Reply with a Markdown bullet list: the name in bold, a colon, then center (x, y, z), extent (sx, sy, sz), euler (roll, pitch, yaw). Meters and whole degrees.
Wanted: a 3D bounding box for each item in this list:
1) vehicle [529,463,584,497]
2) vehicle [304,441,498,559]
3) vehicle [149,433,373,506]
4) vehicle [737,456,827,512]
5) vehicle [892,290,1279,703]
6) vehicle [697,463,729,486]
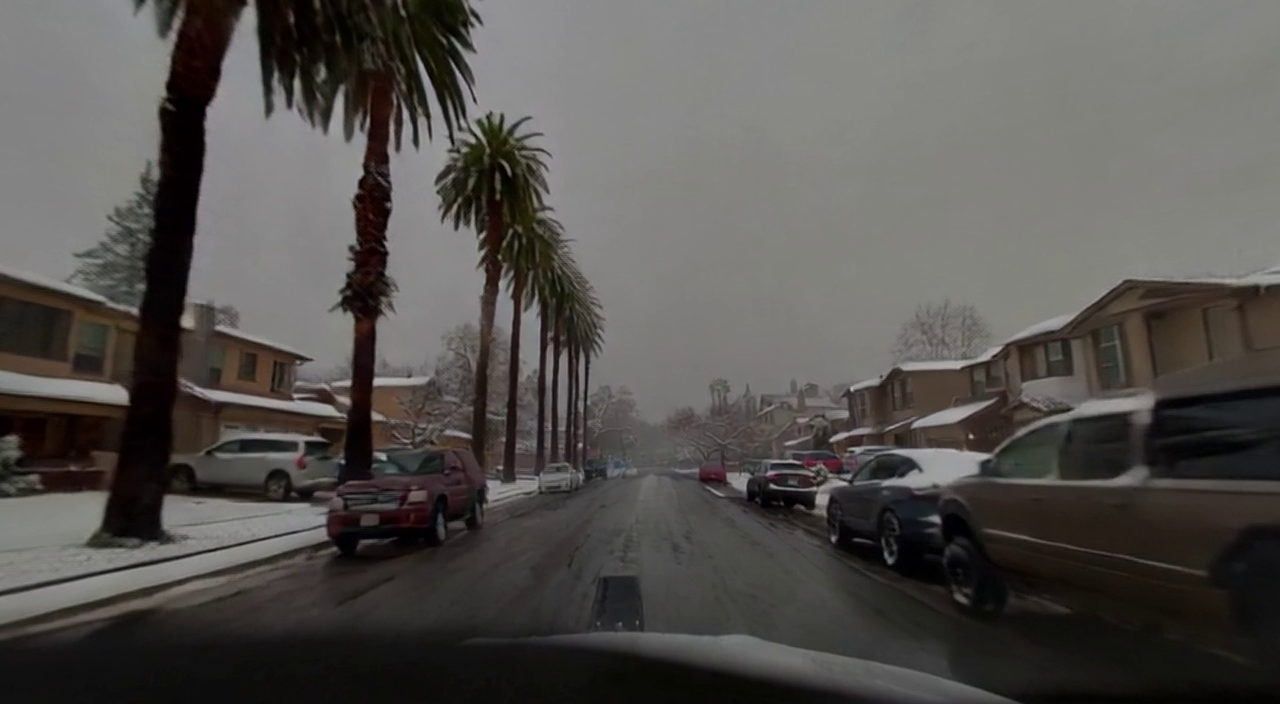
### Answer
- **vehicle**: center (-3.980, 6.174, 30.736), extent (2.080, 1.479, 4.531), euler (-1, -10, 0)
- **vehicle**: center (-4.460, 2.775, 12.787), extent (2.147, 1.823, 4.725), euler (-1, -8, -1)
- **vehicle**: center (-10.814, 3.374, 18.409), extent (4.991, 1.947, 2.329), euler (0, -8, -1)
- **vehicle**: center (4.519, 4.249, 20.810), extent (1.987, 1.567, 4.112), euler (0, -9, 0)
- **vehicle**: center (3.790, 0.954, 3.809), extent (2.184, 2.038, 6.212), euler (-1, -9, 2)
- **vehicle**: center (5.245, 8.829, 45.839), extent (1.867, 1.480, 4.678), euler (-1, -9, 1)
